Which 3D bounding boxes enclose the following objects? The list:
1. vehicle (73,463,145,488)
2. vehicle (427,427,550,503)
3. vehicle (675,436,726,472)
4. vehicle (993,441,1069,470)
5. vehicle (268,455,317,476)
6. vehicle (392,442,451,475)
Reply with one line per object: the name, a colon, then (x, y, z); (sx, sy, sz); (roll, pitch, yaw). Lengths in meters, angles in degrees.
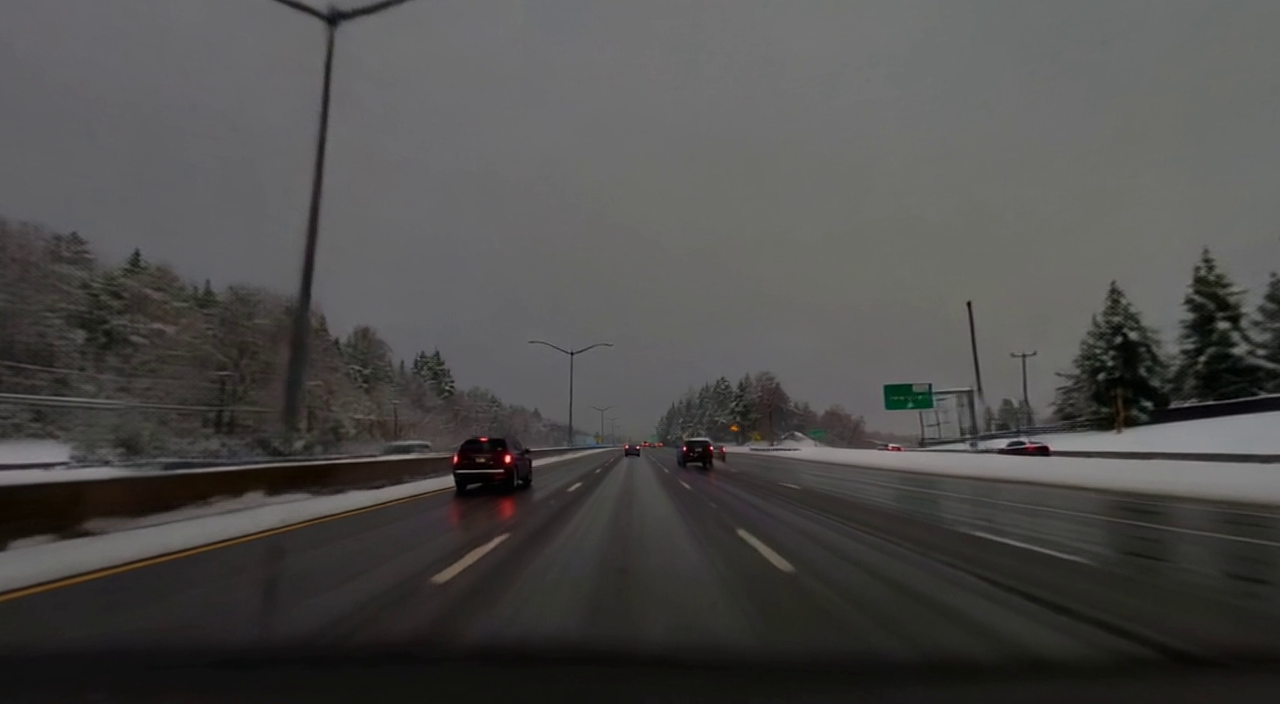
vehicle: (-31.251, 7.236, 37.262); (1.486, 1.348, 3.311); (0, -9, -4)
vehicle: (-3.736, 2.879, 16.546); (2.099, 1.682, 4.590); (0, -8, 0)
vehicle: (2.925, 5.070, 31.500); (1.997, 1.638, 4.281); (0, -8, -1)
vehicle: (25.553, 6.766, 41.565); (2.070, 1.782, 5.006); (-1, -8, 4)
vehicle: (-23.917, 7.803, 43.593); (1.505, 1.361, 3.376); (0, -8, -2)
vehicle: (-9.466, 4.601, 27.553); (1.391, 1.321, 3.191); (0, -8, 0)
